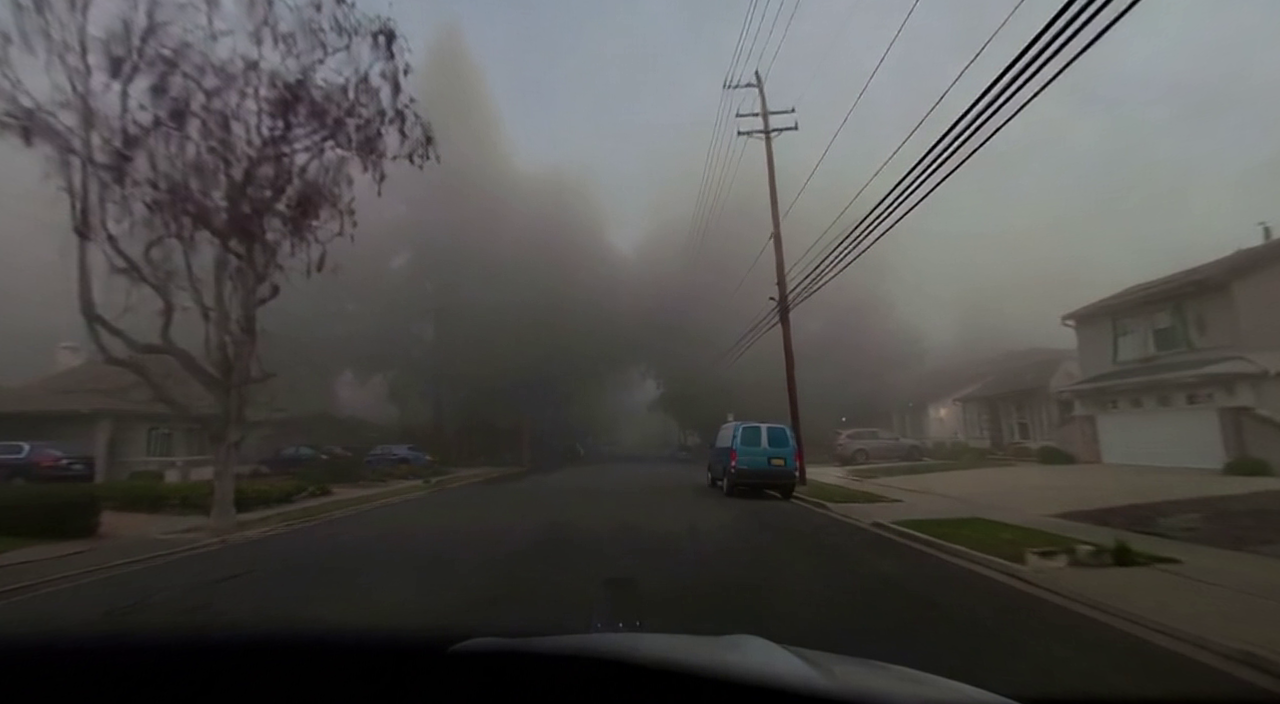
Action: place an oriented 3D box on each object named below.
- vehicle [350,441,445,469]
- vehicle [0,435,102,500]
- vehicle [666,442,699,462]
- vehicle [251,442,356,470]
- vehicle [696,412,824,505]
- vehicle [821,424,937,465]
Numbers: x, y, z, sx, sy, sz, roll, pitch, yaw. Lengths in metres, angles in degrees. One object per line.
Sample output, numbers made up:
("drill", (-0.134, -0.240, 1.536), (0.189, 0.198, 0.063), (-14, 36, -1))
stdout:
("vehicle", (-13.319, 5.679, 34.892), (4.443, 1.475, 1.932), (0, -8, -2))
("vehicle", (-18.457, 3.247, 17.968), (4.414, 1.731, 2.008), (0, -8, 1))
("vehicle", (3.166, 7.602, 48.315), (1.944, 1.439, 4.500), (1, -8, -4))
("vehicle", (-18.407, 5.675, 34.707), (4.615, 1.482, 2.073), (0, -8, 1))
("vehicle", (2.930, 2.786, 16.886), (2.311, 2.069, 5.156), (0, -8, -1))
("vehicle", (11.007, 4.290, 29.378), (4.602, 1.799, 1.859), (0, -8, -1))
